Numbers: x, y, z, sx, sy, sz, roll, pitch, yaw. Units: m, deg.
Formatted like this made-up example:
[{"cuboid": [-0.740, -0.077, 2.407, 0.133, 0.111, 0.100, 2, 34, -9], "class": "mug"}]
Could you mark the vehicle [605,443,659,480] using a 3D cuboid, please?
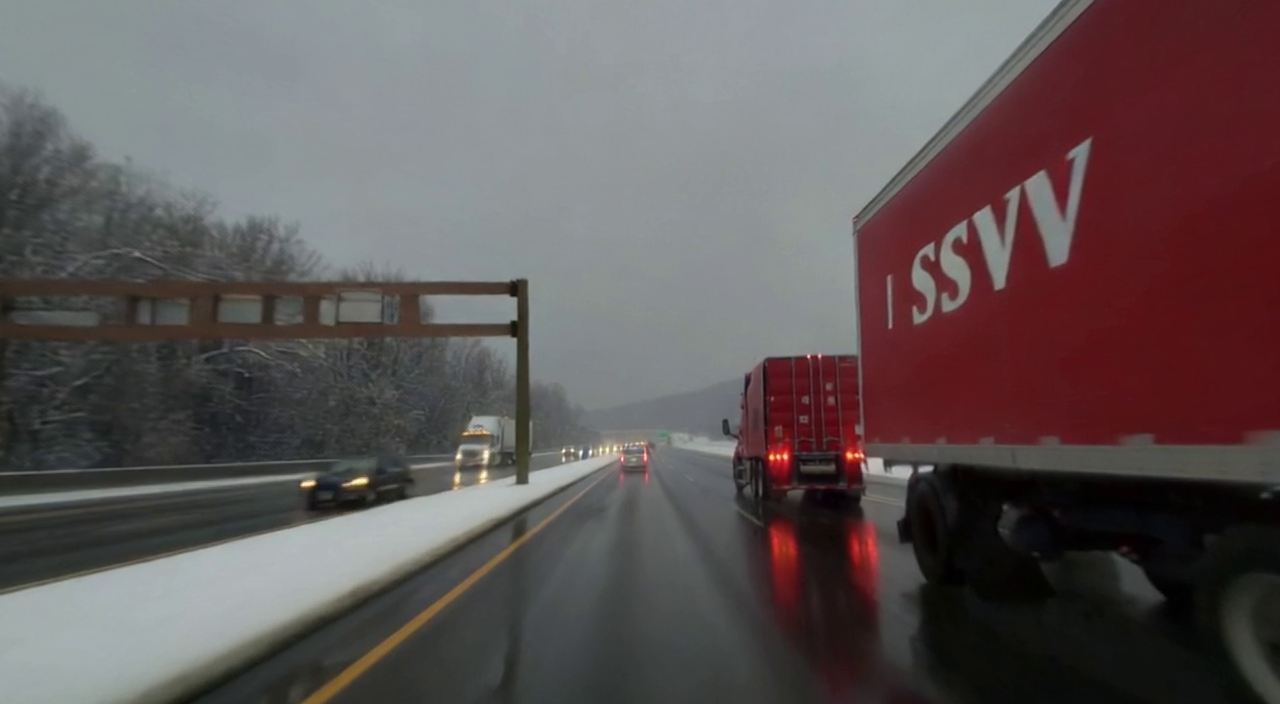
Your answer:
[{"cuboid": [-0.333, 4.864, 28.010, 2.244, 1.506, 4.097, -1, -9, 0], "class": "vehicle"}]

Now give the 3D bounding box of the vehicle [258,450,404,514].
[{"cuboid": [-8.409, 3.541, 17.575, 1.921, 1.519, 4.291, -1, -9, 0], "class": "vehicle"}]

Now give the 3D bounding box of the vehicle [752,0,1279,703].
[{"cuboid": [4.502, 0.435, 8.334, 3.317, 4.020, 14.141, 0, -9, 0], "class": "vehicle"}]
